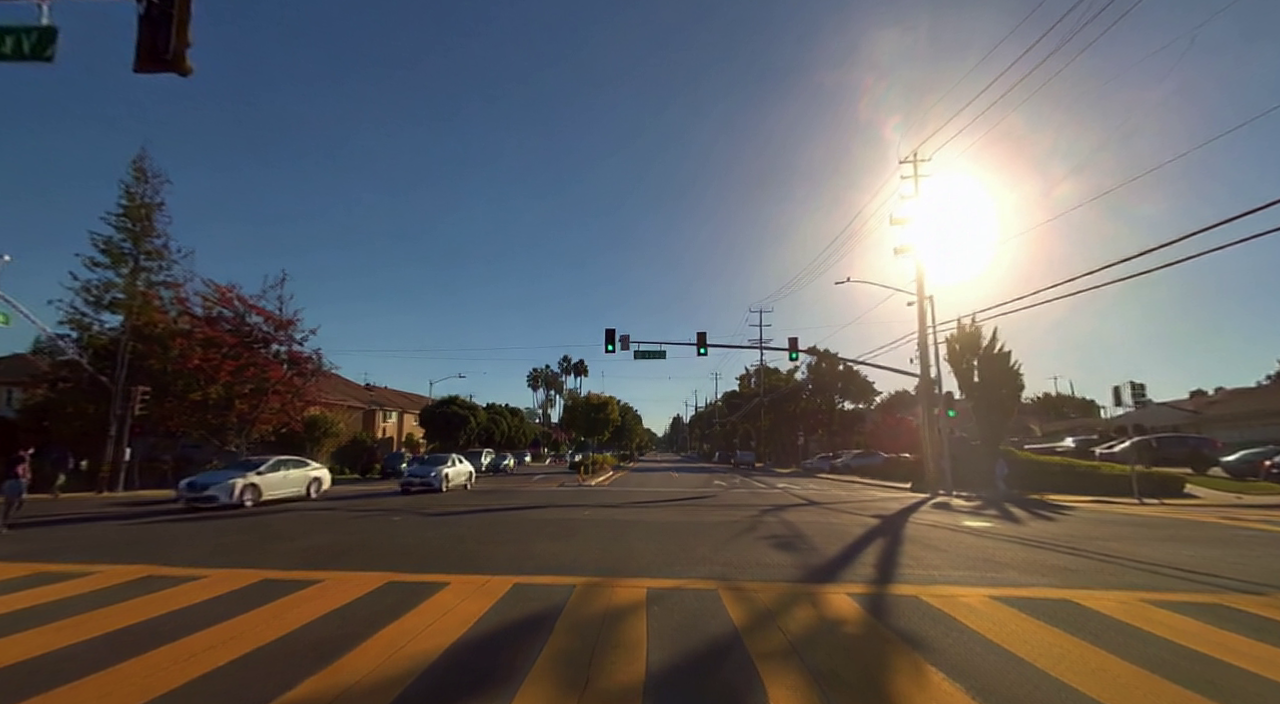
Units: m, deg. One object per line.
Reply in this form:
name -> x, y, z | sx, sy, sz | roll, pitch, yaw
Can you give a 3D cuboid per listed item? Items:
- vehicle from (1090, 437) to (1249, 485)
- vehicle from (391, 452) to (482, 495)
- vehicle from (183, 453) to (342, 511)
vehicle -> 25.392, 5.211, 30.567 | 2.177, 2.086, 5.514 | 2, -9, -14
vehicle -> -7.689, 4.627, 24.331 | 1.958, 1.415, 4.312 | 0, -8, 2
vehicle -> -10.942, 3.764, 18.707 | 2.007, 1.451, 4.242 | 0, -8, 1
